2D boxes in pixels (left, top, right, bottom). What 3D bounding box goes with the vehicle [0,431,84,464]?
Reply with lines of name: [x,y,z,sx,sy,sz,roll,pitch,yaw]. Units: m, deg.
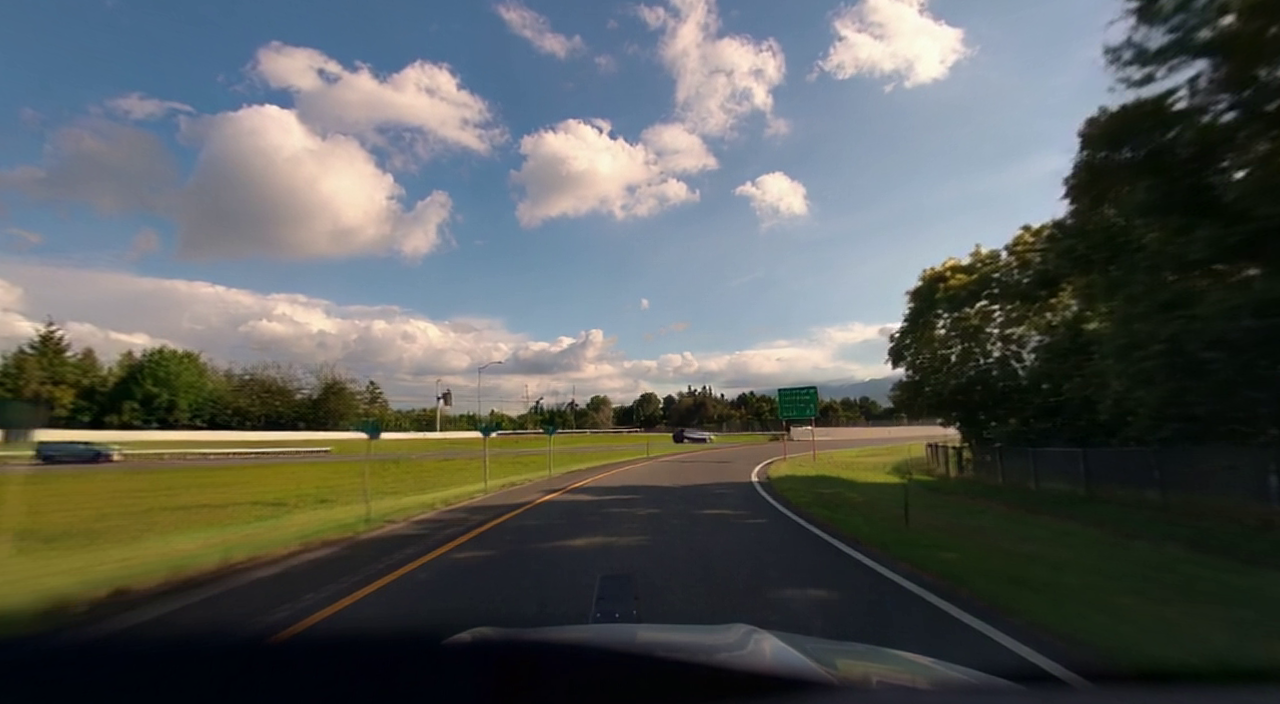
vehicle: [-46.816,7.373,48.613,5.125,2.397,2.446,4,-9,-27]

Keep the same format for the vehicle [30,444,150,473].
vehicle: [-32.241,6.245,37.119,4.843,1.579,2.135,3,-9,-26]
